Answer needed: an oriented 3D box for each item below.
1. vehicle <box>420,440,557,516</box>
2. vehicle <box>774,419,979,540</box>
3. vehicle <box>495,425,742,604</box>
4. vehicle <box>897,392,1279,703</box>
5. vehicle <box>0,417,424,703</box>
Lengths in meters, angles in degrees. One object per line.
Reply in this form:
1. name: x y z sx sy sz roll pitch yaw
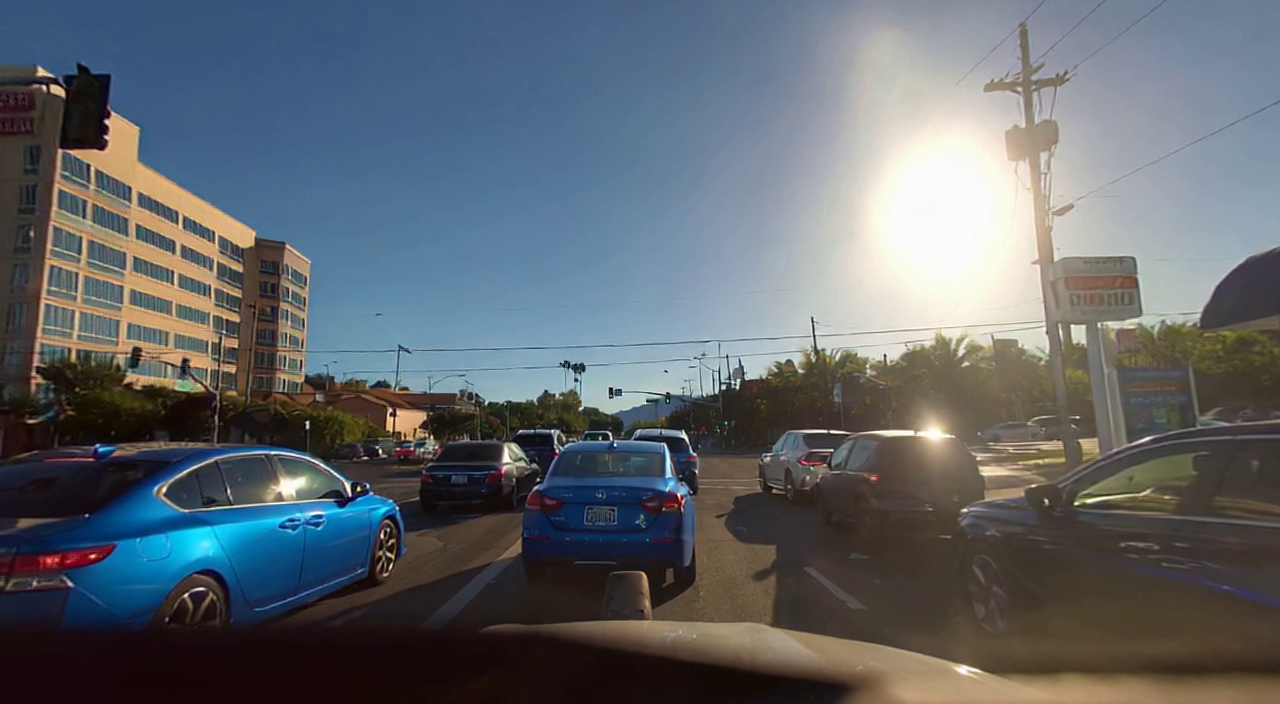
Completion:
1. vehicle: -3.197 2.736 14.229 1.839 1.438 4.109 -1 -8 3
2. vehicle: 3.763 2.104 10.990 2.007 1.683 4.171 0 -8 1
3. vehicle: -0.170 1.663 7.340 2.059 1.477 3.988 0 -8 0
4. vehicle: 3.442 1.116 3.792 1.981 1.499 4.536 0 -8 2
5. vehicle: -3.410 1.321 4.755 1.980 1.454 4.226 0 -8 1
